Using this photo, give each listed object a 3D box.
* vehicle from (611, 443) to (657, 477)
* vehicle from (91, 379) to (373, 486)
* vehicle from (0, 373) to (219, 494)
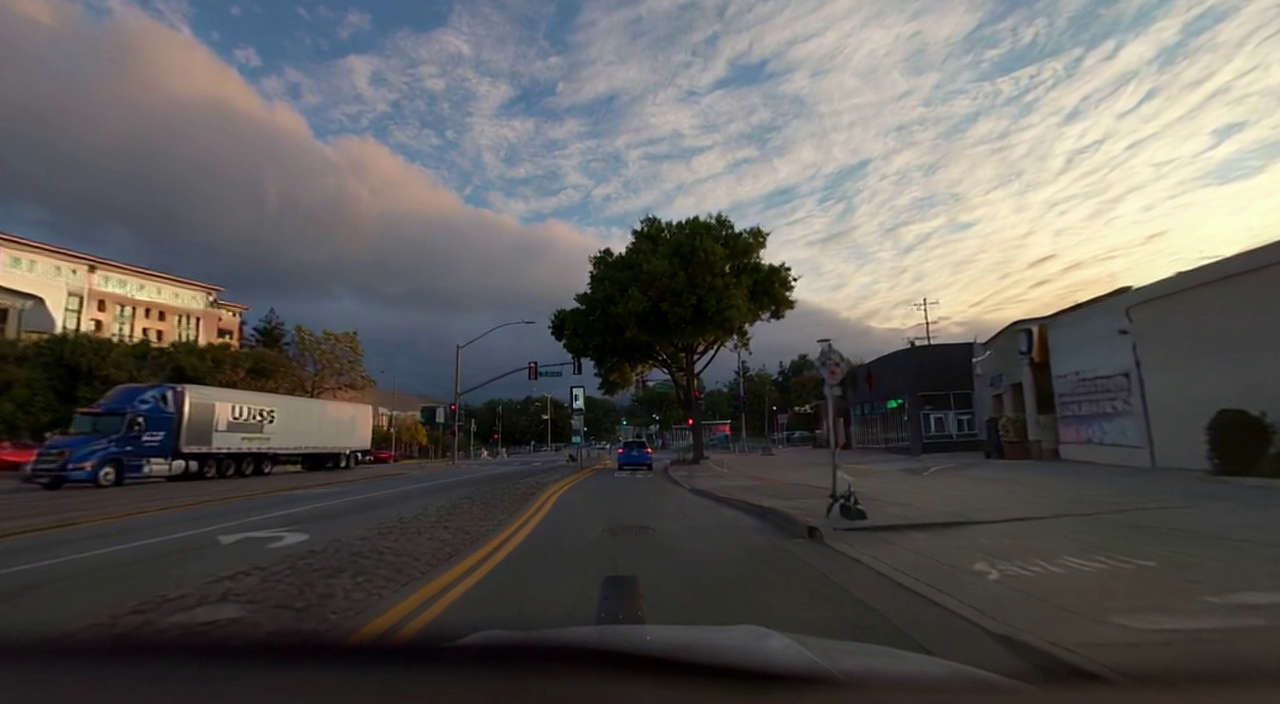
[{"bbox_3d":[-0.220,4.938,29.129,2.006,1.470,3.799,0,-8,1],"label":"vehicle"},{"bbox_3d":[-18.194,3.924,30.014,2.792,4.025,11.784,-3,-9,19],"label":"vehicle"},{"bbox_3d":[-20.231,3.139,24.091,3.045,3.961,6.104,-3,-9,18],"label":"vehicle"}]
